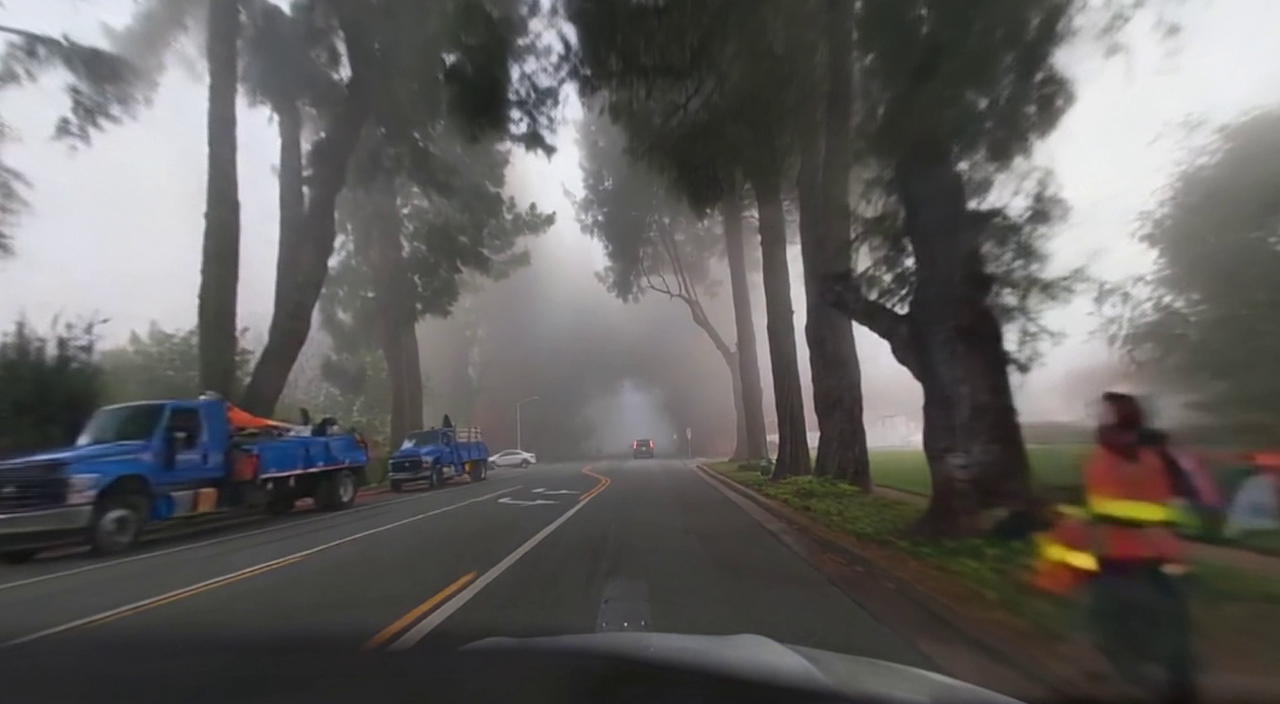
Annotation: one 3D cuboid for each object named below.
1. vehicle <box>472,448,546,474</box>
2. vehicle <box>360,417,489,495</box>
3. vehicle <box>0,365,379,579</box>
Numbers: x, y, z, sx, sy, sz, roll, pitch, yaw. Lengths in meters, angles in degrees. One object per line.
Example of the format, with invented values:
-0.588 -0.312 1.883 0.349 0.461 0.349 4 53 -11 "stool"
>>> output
-8.921 7.418 43.156 4.594 1.696 1.971 0 -8 -1 "vehicle"
-9.051 4.483 27.531 2.816 2.723 7.506 -5 -9 1 "vehicle"
-9.390 2.416 14.021 2.970 3.068 9.784 0 -8 0 "vehicle"
